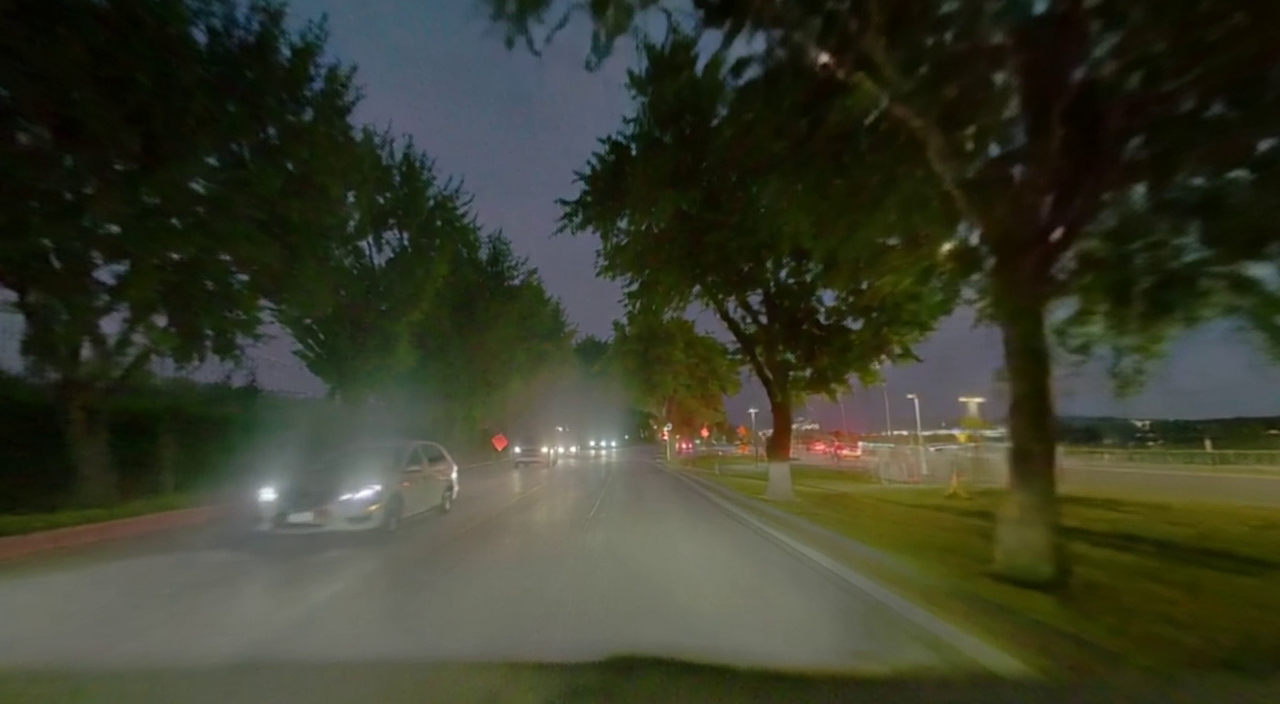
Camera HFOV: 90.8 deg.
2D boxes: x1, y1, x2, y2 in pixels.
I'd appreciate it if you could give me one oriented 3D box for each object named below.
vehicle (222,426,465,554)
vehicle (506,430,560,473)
[{"bbox_3d":[-4.427,2.088,10.285,2.001,1.642,3.942,-1,-8,1],"label":"vehicle"},{"bbox_3d":[-5.429,5.107,32.622,2.064,2.009,4.512,-1,-8,-1],"label":"vehicle"}]
